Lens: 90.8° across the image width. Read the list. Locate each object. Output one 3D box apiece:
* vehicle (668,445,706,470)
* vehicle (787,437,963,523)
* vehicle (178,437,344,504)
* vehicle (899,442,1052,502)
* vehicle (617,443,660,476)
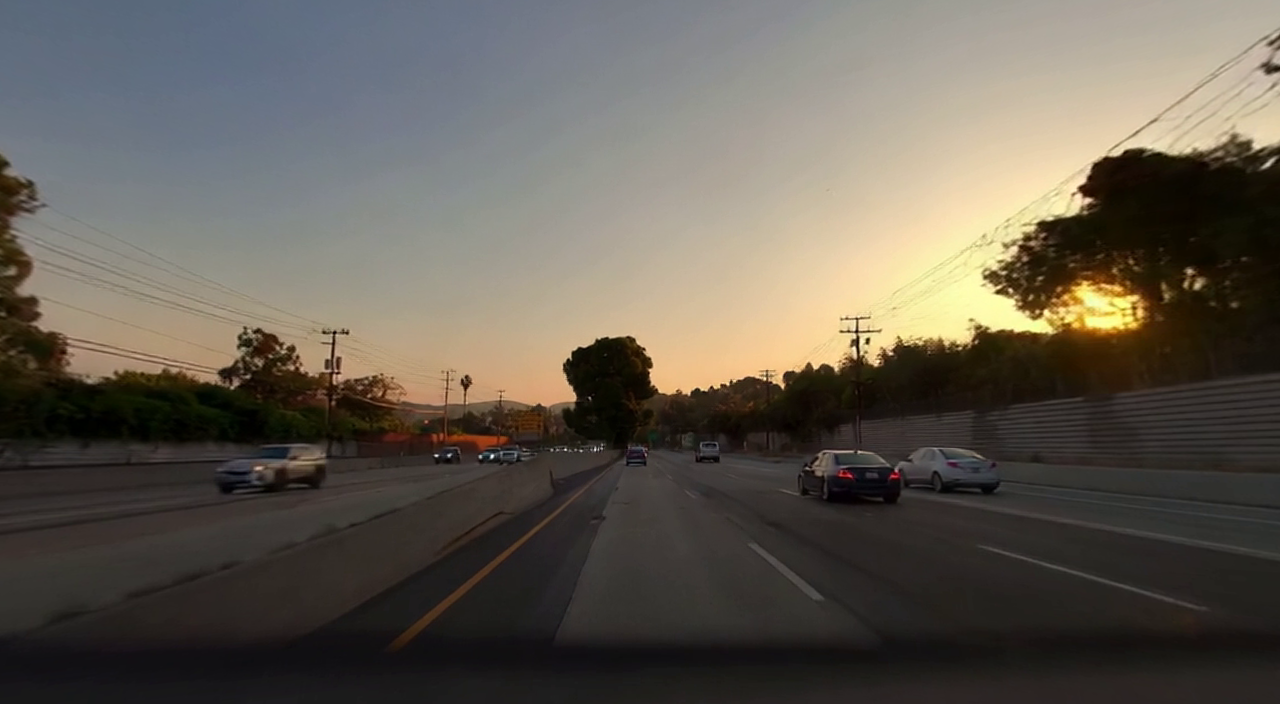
[{"bbox_3d":[2.944,6.715,40.398,1.981,1.480,4.316,0,-9,-1],"label":"vehicle"},{"bbox_3d":[4.797,2.664,13.773,2.069,1.520,4.614,0,-9,0],"label":"vehicle"},{"bbox_3d":[-10.851,3.399,18.602,2.042,1.697,4.552,0,-9,0],"label":"vehicle"},{"bbox_3d":[9.595,3.435,18.578,1.969,1.506,4.422,0,-9,-2],"label":"vehicle"},{"bbox_3d":[-0.121,5.262,31.128,1.993,1.506,3.883,0,-8,-1],"label":"vehicle"}]
